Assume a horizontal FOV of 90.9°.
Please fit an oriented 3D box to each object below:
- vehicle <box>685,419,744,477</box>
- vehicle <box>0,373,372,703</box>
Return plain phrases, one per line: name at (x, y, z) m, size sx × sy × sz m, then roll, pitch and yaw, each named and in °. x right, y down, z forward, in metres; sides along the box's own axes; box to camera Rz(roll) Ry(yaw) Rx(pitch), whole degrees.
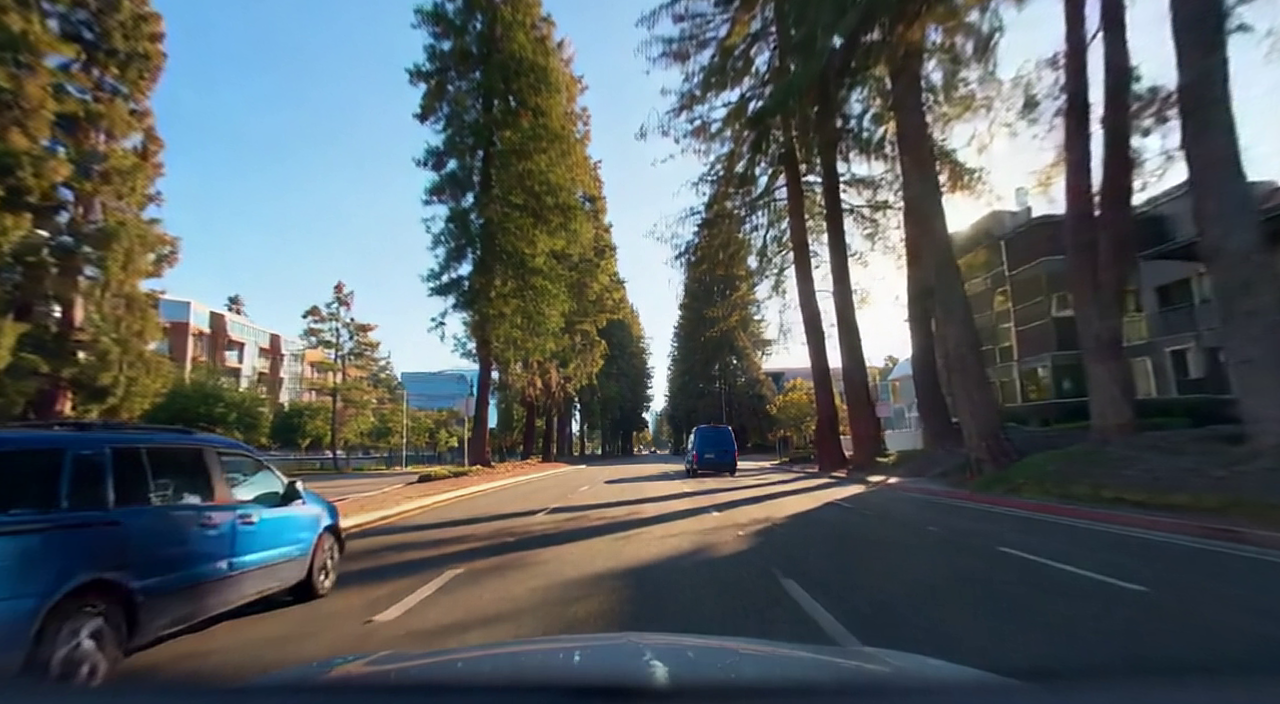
vehicle at (3.647, 4.907, 32.174) m, size 2.349 × 2.671 × 5.744 m, roll 0°, pitch -9°, yaw 0°
vehicle at (-3.591, 1.032, 3.469) m, size 2.129 × 1.602 × 4.532 m, roll 0°, pitch -9°, yaw 1°
